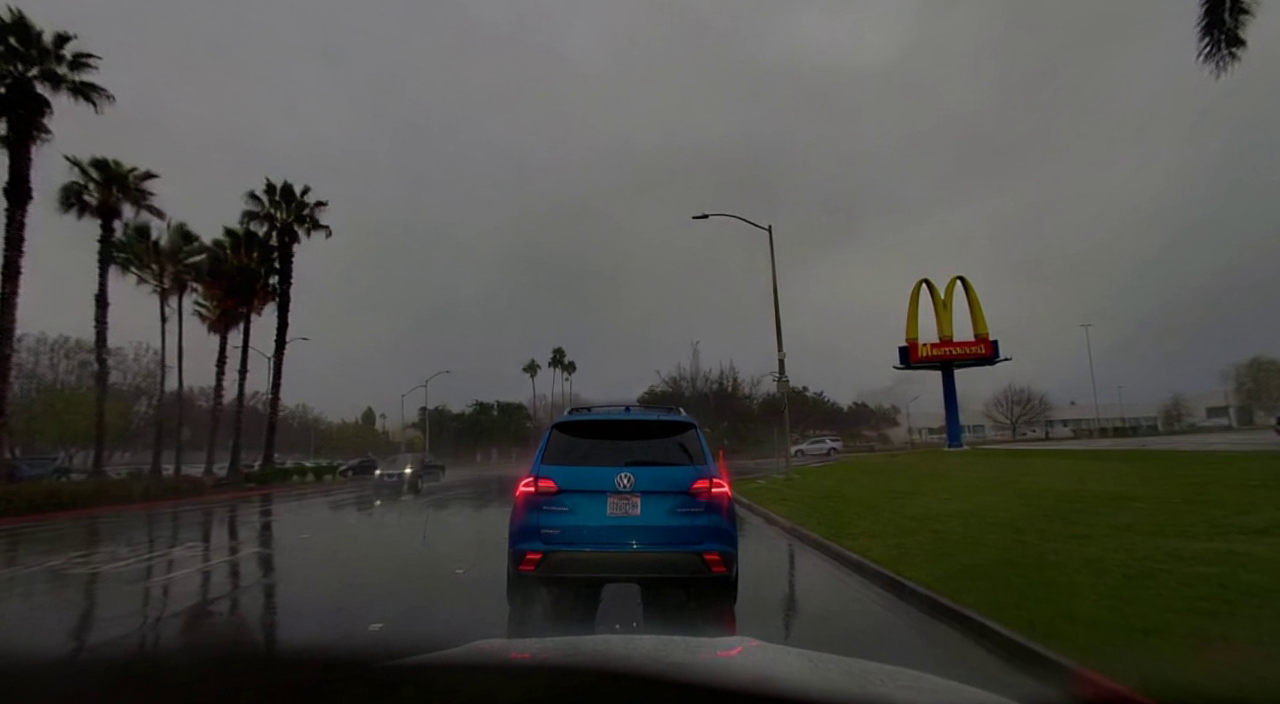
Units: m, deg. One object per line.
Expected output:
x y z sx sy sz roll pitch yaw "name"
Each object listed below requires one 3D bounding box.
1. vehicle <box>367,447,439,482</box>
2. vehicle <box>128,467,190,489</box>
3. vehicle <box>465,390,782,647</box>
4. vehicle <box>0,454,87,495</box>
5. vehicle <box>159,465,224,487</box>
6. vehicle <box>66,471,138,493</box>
-12.506 5.915 33.611 1.965 1.718 4.466 0 -9 2 "vehicle"
-35.619 9.322 46.889 1.641 1.375 3.640 0 -9 1 "vehicle"
-0.136 1.418 6.324 2.137 1.728 3.926 0 -9 -1 "vehicle"
-28.098 5.432 28.216 4.584 1.714 2.186 4 -10 -27 "vehicle"
-33.307 9.223 47.019 1.792 1.439 3.952 -1 -9 3 "vehicle"
-39.930 9.623 47.021 1.602 1.400 4.220 0 -9 0 "vehicle"
